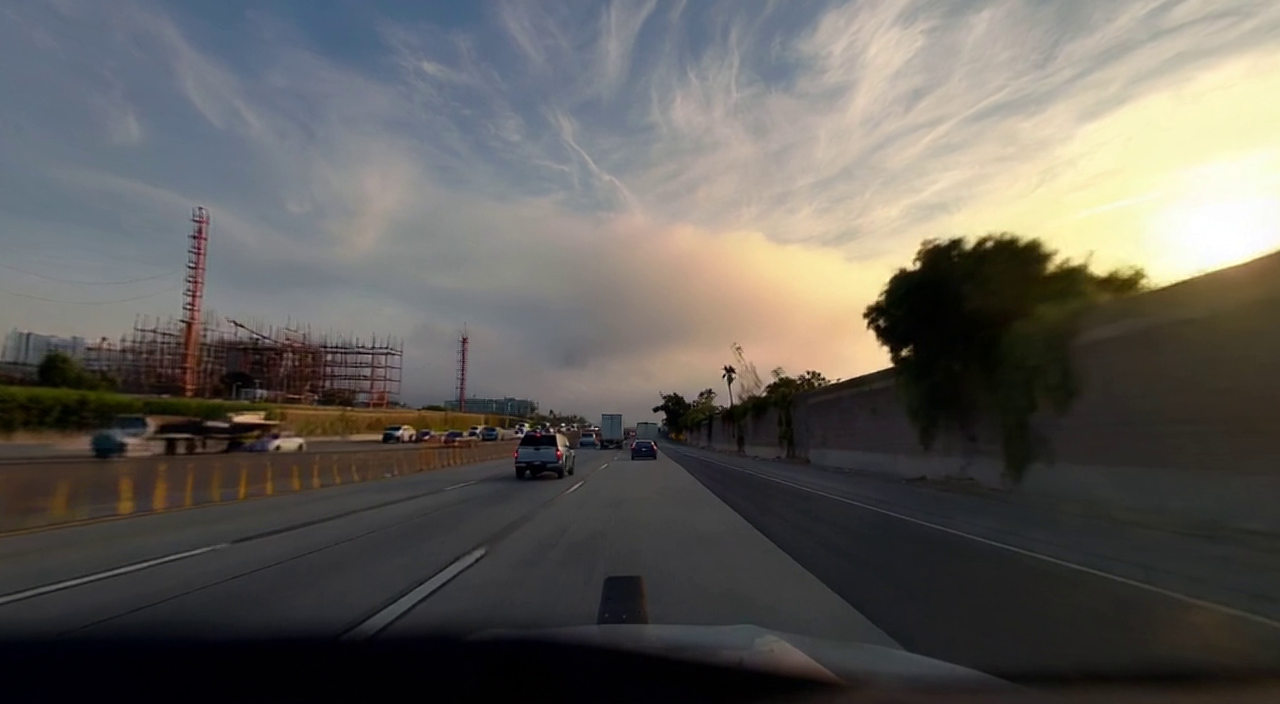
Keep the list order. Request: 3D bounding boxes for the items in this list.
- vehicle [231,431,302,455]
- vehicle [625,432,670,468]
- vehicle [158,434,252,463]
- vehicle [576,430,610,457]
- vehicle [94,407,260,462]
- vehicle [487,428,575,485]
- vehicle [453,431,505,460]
[{"bbox_3d":[-28.353,6.929,48.071,2.126,1.730,4.934,-1,-8,4],"label":"vehicle"},{"bbox_3d":[0.352,4.957,31.921,2.136,1.678,4.052,0,-8,0],"label":"vehicle"},{"bbox_3d":[-24.248,5.384,35.377,2.036,1.490,4.375,-1,-8,2],"label":"vehicle"},{"bbox_3d":[-3.543,7.081,48.734,2.203,1.958,4.848,0,-8,1],"label":"vehicle"},{"bbox_3d":[-28.825,5.304,40.090,2.994,3.011,9.506,-1,-8,3],"label":"vehicle"},{"bbox_3d":[-3.557,3.516,21.535,2.108,1.740,4.549,0,-8,1],"label":"vehicle"},{"bbox_3d":[-10.698,6.259,42.250,2.104,1.818,4.721,0,-8,2],"label":"vehicle"}]
